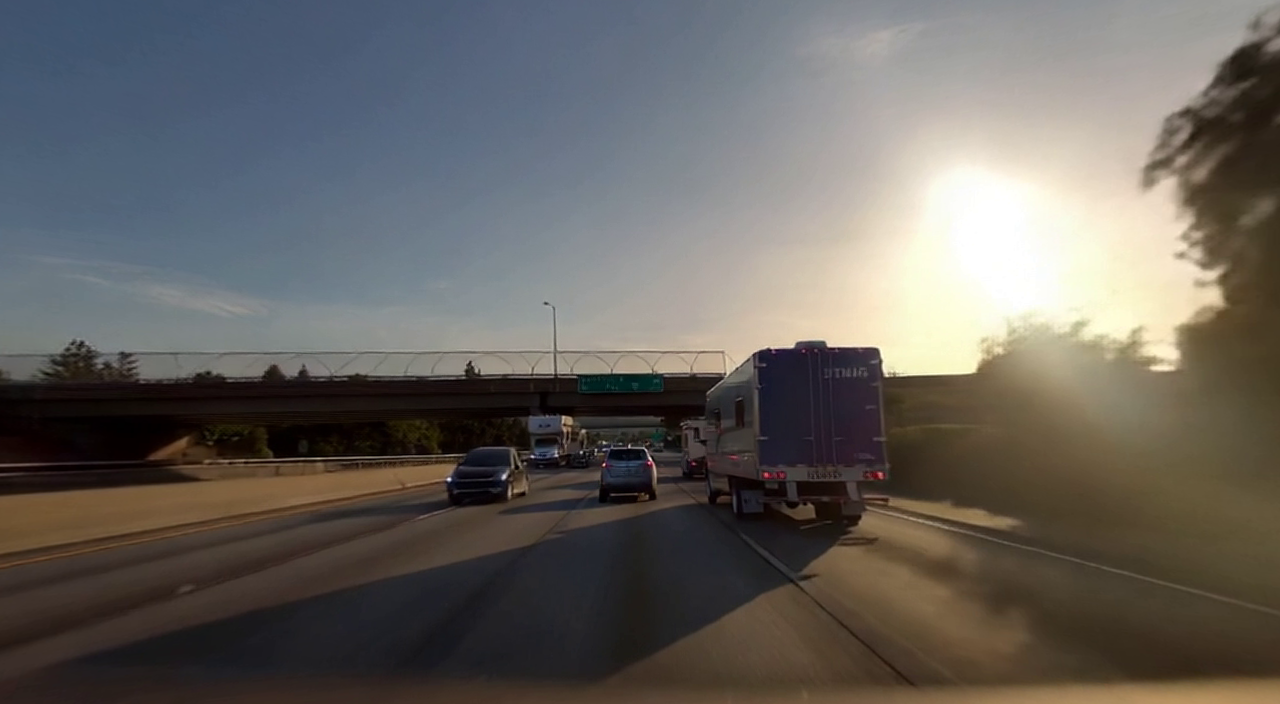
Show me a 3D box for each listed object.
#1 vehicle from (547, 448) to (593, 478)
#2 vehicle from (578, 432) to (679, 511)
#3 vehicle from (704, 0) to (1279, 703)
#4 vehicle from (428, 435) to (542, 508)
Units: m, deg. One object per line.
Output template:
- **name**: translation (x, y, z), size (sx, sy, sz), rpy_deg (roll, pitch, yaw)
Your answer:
- **vehicle**: translation (-3.771, 6.087, 34.809), size (1.980, 1.499, 3.944), rpy_deg (0, -9, 1)
- **vehicle**: translation (-0.275, 2.938, 15.923), size (2.201, 1.719, 4.058), rpy_deg (0, -9, -1)
- **vehicle**: translation (2.932, 0.167, 5.935), size (2.934, 4.123, 15.785), rpy_deg (0, -9, 0)
- **vehicle**: translation (-4.043, 3.188, 17.245), size (2.074, 1.717, 4.089), rpy_deg (0, -9, 0)
